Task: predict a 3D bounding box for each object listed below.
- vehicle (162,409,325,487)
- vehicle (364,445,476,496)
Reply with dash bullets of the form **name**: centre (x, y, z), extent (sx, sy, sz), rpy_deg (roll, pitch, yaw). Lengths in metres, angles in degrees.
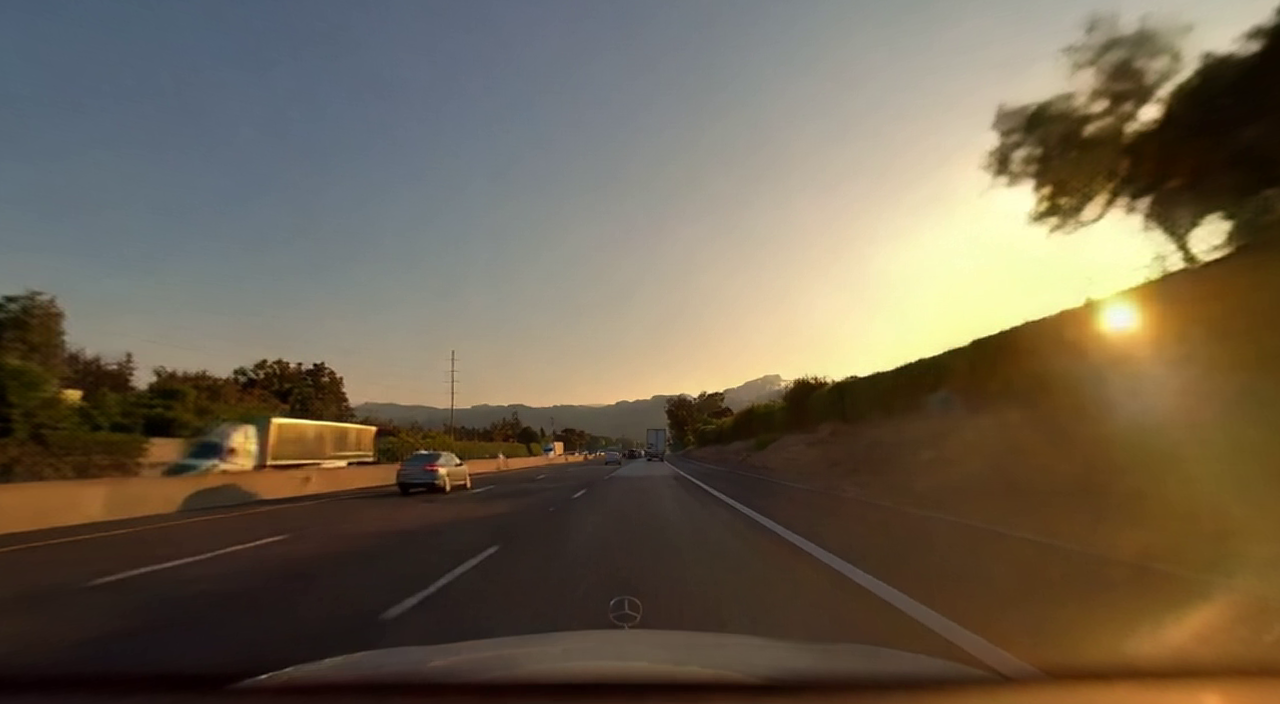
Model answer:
- **vehicle**: centre (-22.860, 5.697, 37.382), extent (2.991, 3.954, 10.063), rpy_deg (0, -9, 1)
- **vehicle**: centre (-7.195, 3.910, 21.163), extent (2.031, 1.521, 4.503), rpy_deg (0, -9, 1)
